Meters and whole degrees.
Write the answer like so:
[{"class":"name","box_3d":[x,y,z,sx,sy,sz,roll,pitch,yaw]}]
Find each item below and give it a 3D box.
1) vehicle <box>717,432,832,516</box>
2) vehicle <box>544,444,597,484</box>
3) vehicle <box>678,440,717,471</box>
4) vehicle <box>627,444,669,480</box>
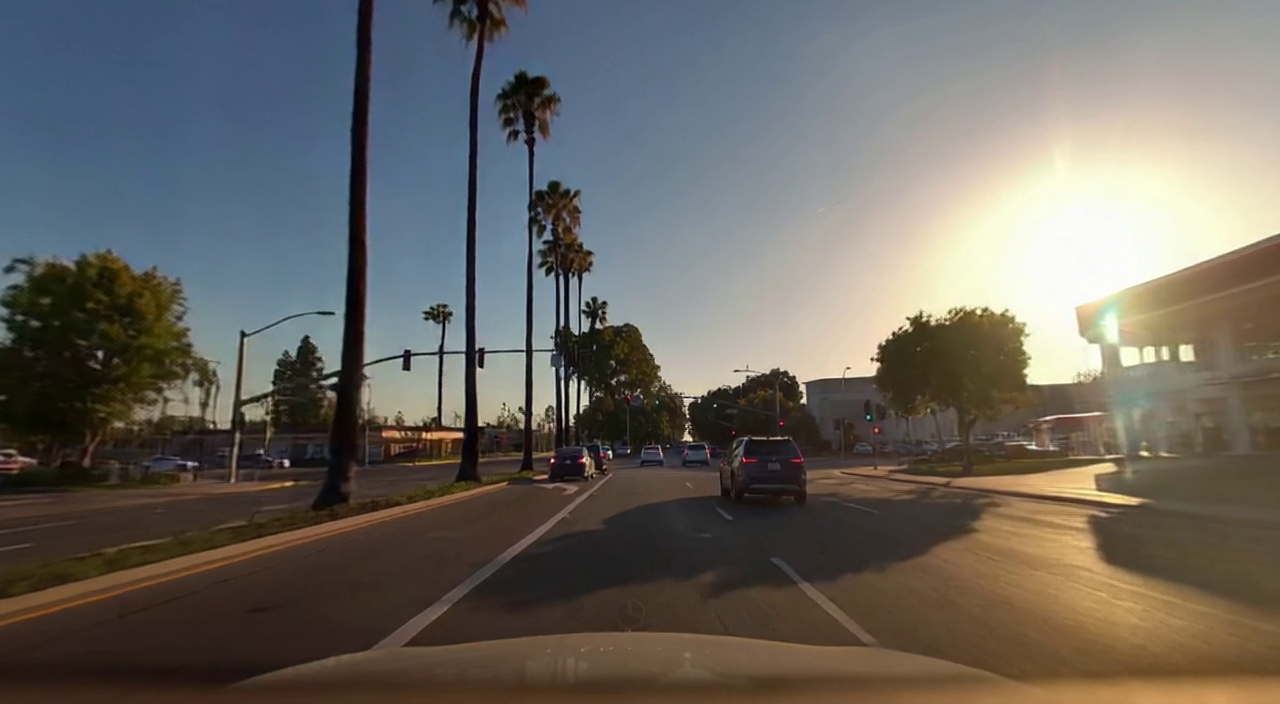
[{"class":"vehicle","box_3d":[3.087,2.860,15.321,1.872,1.752,3.896,0,-8,-1]},{"class":"vehicle","box_3d":[-2.935,4.822,27.484,1.788,1.600,4.298,0,-8,1]},{"class":"vehicle","box_3d":[3.789,6.941,42.546,2.154,1.975,4.634,0,-8,0]},{"class":"vehicle","box_3d":[0.377,5.435,31.549,1.991,1.664,3.814,0,-8,0]}]
